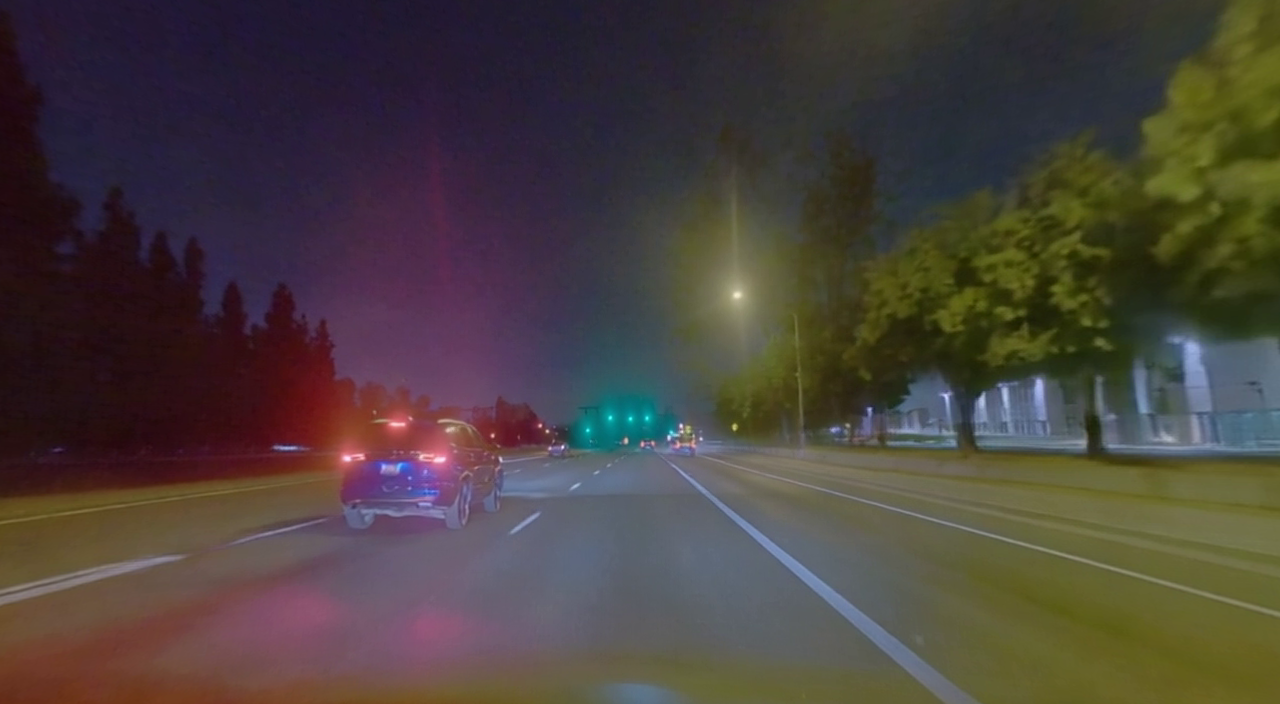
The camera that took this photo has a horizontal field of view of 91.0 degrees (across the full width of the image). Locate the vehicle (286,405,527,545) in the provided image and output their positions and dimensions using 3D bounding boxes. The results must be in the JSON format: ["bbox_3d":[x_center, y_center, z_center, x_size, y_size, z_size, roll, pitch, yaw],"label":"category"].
[{"bbox_3d":[-3.293,1.838,10.075,2.033,1.713,4.503,0,-8,1],"label":"vehicle"}]
